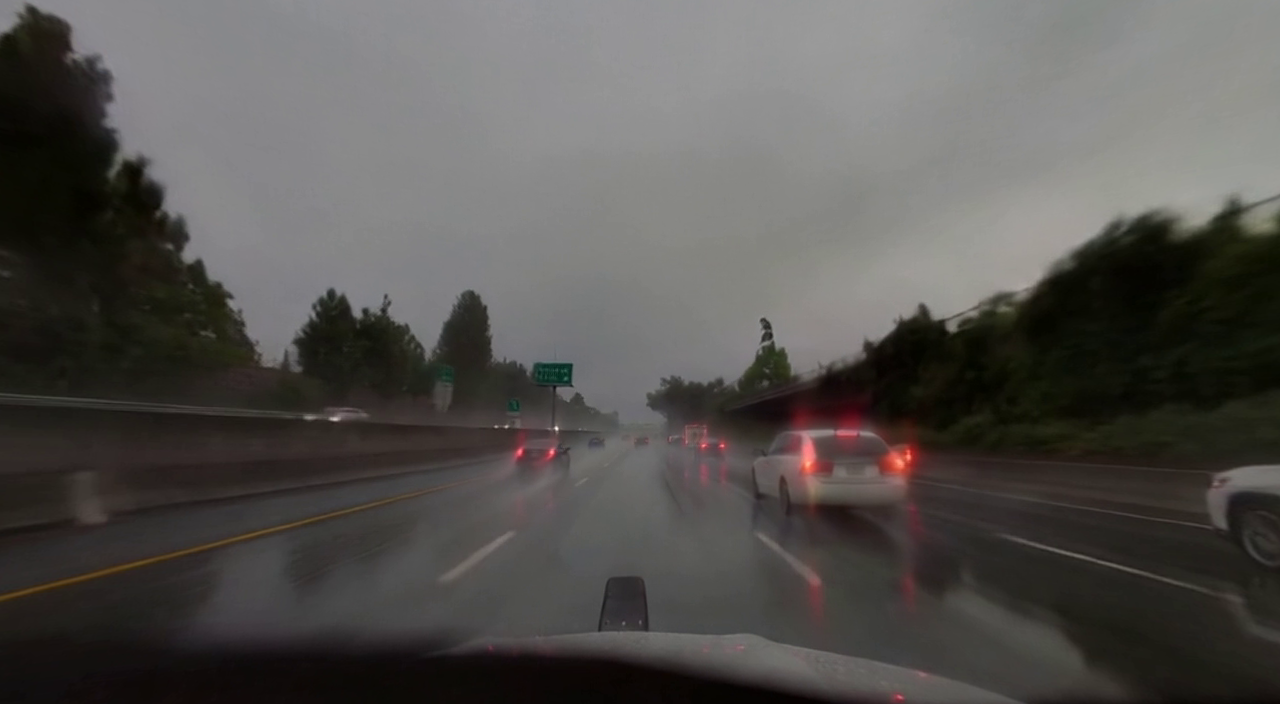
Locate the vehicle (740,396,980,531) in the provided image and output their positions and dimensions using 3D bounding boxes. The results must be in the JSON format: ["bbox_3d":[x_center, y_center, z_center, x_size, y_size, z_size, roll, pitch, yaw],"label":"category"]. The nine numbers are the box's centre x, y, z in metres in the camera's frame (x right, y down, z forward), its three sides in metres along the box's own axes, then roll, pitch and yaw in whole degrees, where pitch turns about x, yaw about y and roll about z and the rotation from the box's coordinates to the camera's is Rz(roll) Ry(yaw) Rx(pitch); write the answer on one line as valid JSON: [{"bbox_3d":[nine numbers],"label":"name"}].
[{"bbox_3d":[3.620,2.011,11.948,2.517,1.935,5.552,0,-8,0],"label":"vehicle"}]

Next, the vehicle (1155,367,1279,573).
[{"bbox_3d":[7.308,0.926,4.621,2.291,1.968,5.662,0,-8,1],"label":"vehicle"}]

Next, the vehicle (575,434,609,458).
[{"bbox_3d":[-3.352,6.645,44.672,2.020,1.628,4.248,0,-8,1],"label":"vehicle"}]

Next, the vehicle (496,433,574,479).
[{"bbox_3d":[-3.608,3.654,22.405,1.978,1.473,4.073,0,-8,2],"label":"vehicle"}]

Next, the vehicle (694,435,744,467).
[{"bbox_3d":[3.905,4.991,31.852,1.953,1.480,4.053,0,-8,-1],"label":"vehicle"}]
